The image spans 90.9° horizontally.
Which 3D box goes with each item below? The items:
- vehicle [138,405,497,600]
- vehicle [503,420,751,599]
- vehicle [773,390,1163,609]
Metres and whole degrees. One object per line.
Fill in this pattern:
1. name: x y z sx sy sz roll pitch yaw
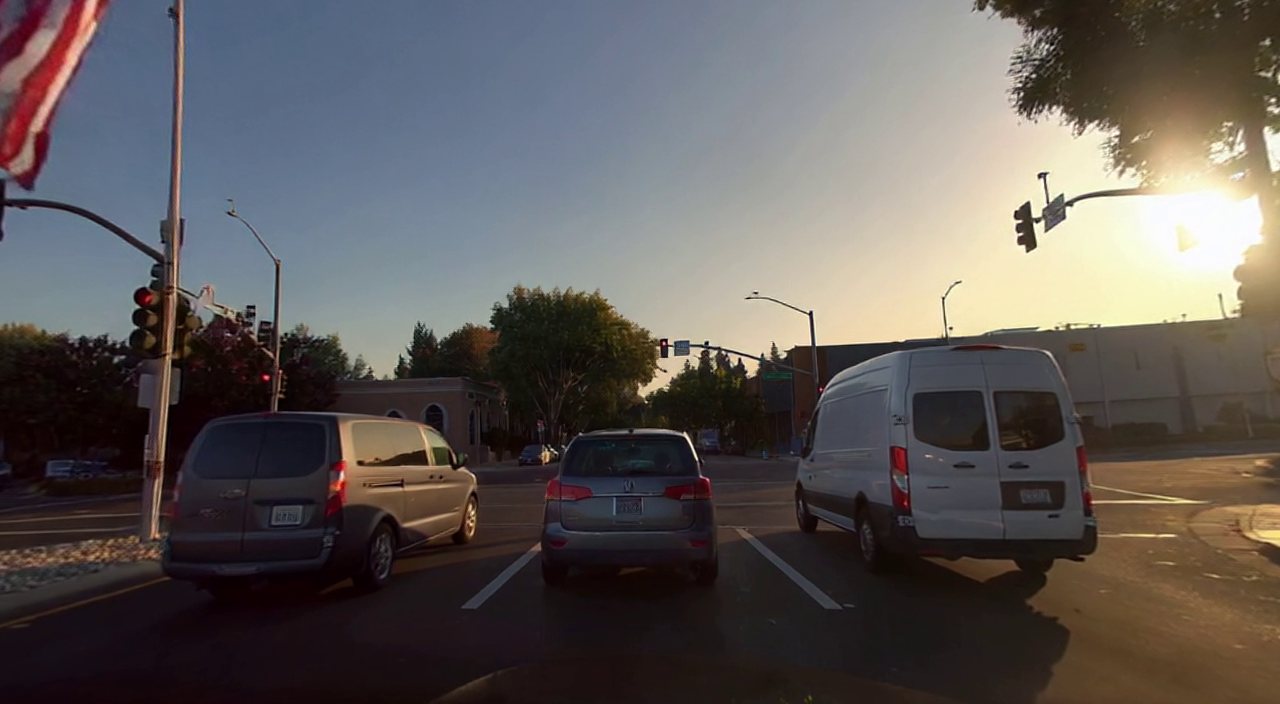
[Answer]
1. vehicle: -3.291 1.610 7.569 2.024 1.677 3.998 -1 -9 3
2. vehicle: -0.146 1.644 7.470 2.098 1.494 4.118 0 -9 -1
3. vehicle: 3.095 1.512 7.326 2.178 1.746 4.400 0 -9 1
